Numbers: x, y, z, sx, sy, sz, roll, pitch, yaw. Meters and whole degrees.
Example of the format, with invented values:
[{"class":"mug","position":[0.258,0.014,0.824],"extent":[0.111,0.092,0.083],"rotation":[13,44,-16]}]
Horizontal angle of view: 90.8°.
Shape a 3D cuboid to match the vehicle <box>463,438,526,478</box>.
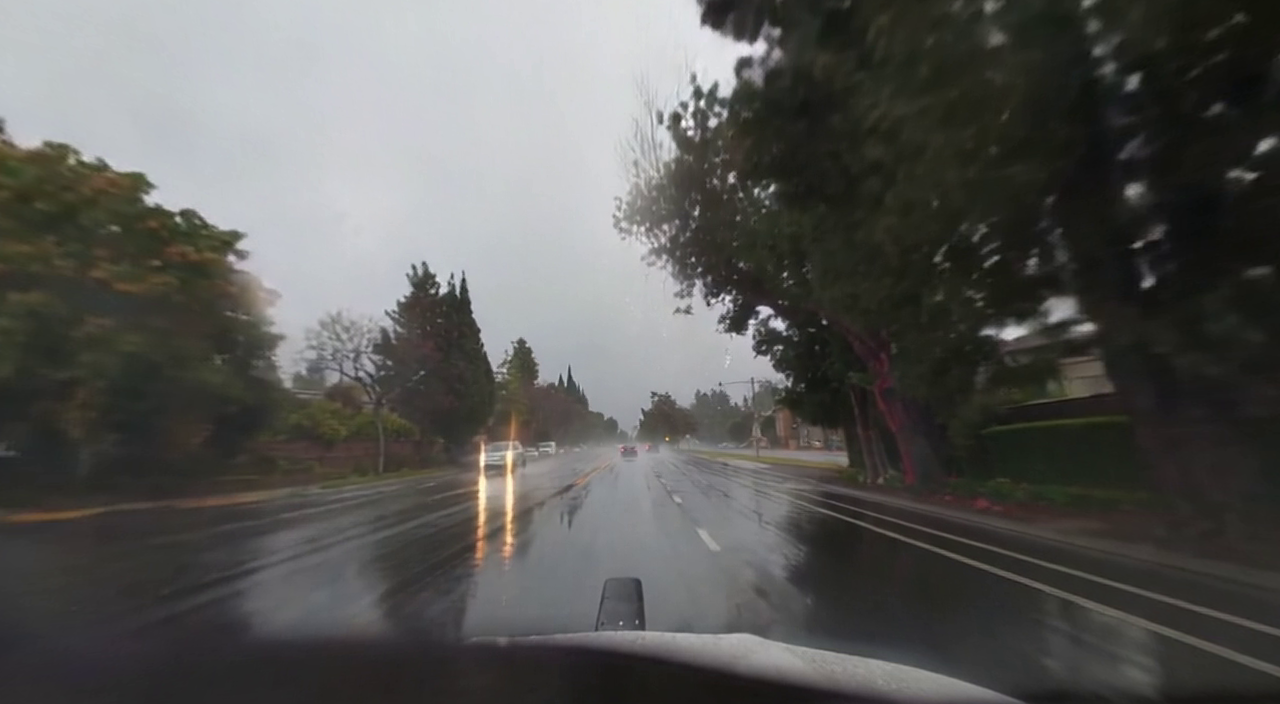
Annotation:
[{"class":"vehicle","position":[-7.062,5.180,31.144],"extent":[2.054,1.814,4.543],"rotation":[0,-9,0]}]
